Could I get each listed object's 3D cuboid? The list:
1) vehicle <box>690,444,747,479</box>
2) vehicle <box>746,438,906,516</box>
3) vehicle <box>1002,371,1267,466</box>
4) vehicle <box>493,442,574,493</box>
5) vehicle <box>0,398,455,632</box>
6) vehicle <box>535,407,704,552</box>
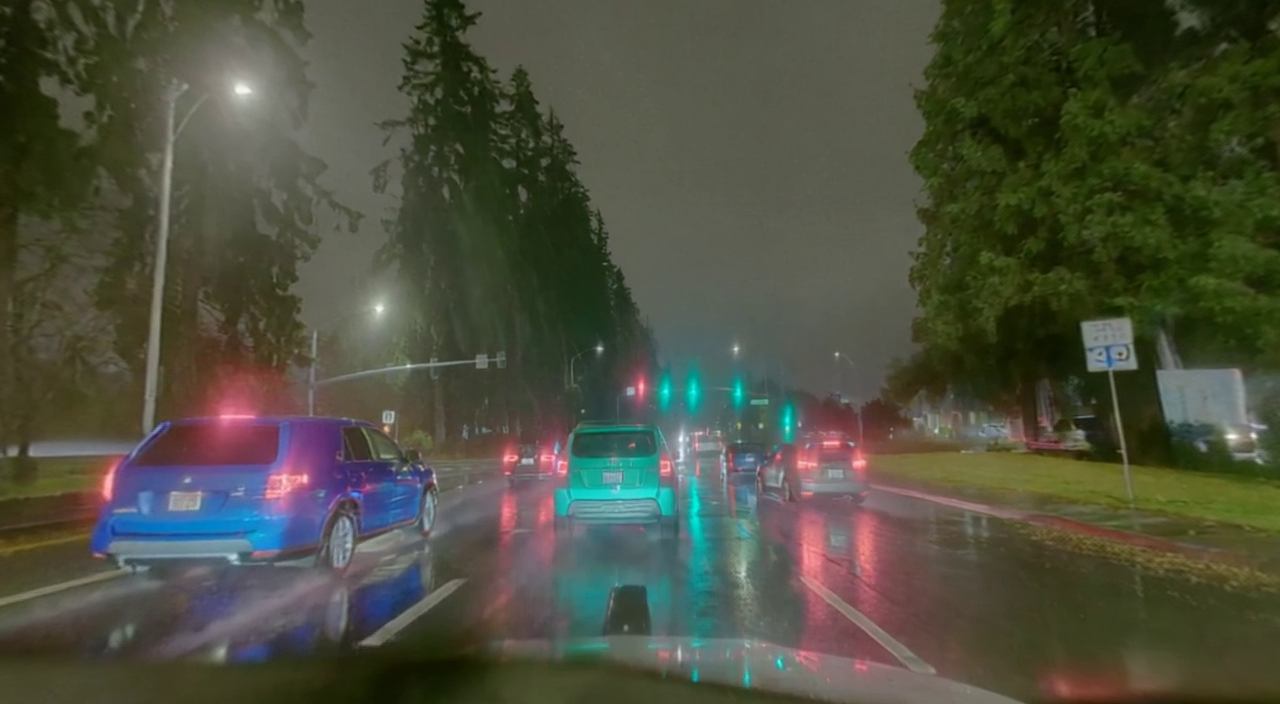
[{"bbox_3d":[3.486,4.943,28.848,1.996,1.443,4.270,0,-8,-1],"label":"vehicle"},{"bbox_3d":[4.010,2.770,14.588,2.036,1.480,4.659,0,-8,-4],"label":"vehicle"},{"bbox_3d":[17.855,2.481,23.138,7.314,3.230,2.680,0,-8,-1],"label":"vehicle"},{"bbox_3d":[-3.395,3.750,20.904,1.897,1.479,4.204,0,-8,1],"label":"vehicle"},{"bbox_3d":[-3.702,1.514,6.839,2.039,1.709,4.265,0,-8,1],"label":"vehicle"},{"bbox_3d":[-0.250,1.939,10.252,2.132,1.816,4.471,0,-8,0],"label":"vehicle"}]
